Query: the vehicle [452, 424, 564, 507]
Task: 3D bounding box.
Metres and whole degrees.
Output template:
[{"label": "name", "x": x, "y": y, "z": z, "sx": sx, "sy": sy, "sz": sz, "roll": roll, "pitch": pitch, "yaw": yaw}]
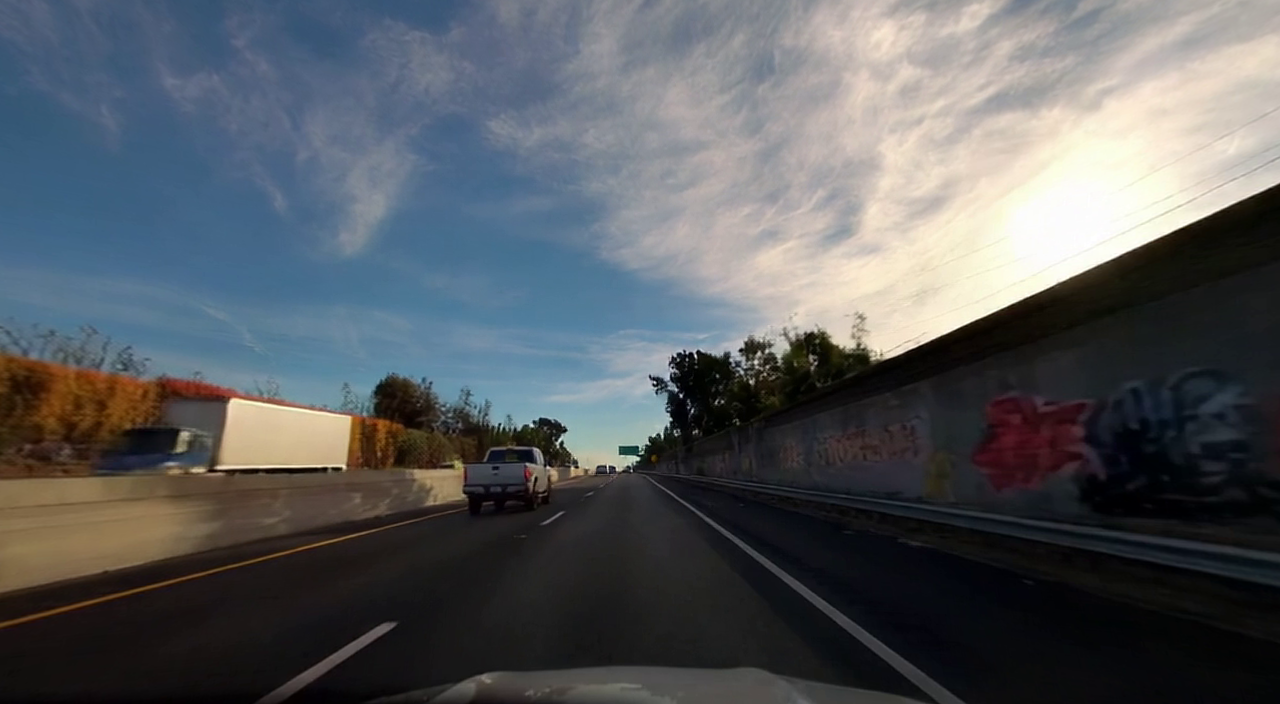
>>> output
[{"label": "vehicle", "x": -4.321, "y": 3.952, "z": 21.965, "sx": 2.597, "sy": 2.434, "sz": 6.020, "roll": 1, "pitch": -11, "yaw": 0}]
